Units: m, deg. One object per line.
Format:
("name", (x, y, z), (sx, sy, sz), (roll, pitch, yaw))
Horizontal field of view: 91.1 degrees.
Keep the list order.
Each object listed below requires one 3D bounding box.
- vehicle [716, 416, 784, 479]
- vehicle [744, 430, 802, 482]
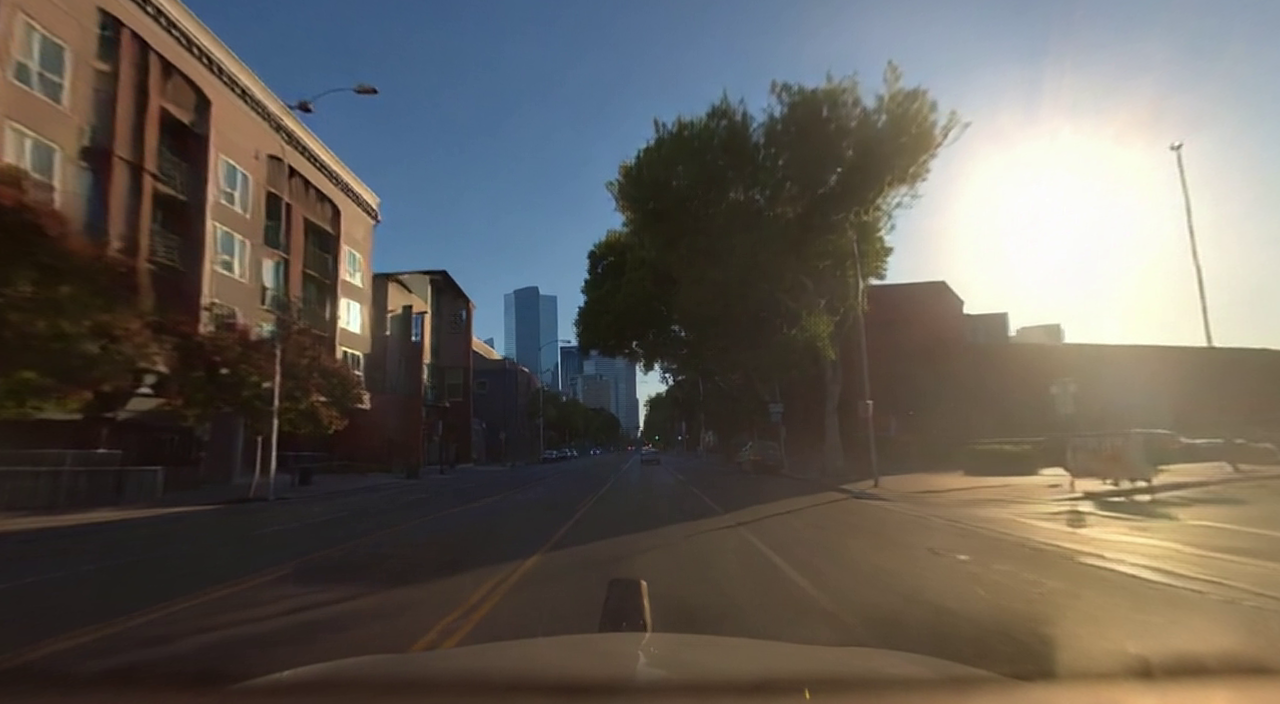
("vehicle", (6.193, 5.522, 36.392), (2.750, 3.269, 6.333), (0, -9, 0))
("vehicle", (6.631, 5.218, 31.647), (2.021, 2.433, 3.088), (0, -8, -4))
